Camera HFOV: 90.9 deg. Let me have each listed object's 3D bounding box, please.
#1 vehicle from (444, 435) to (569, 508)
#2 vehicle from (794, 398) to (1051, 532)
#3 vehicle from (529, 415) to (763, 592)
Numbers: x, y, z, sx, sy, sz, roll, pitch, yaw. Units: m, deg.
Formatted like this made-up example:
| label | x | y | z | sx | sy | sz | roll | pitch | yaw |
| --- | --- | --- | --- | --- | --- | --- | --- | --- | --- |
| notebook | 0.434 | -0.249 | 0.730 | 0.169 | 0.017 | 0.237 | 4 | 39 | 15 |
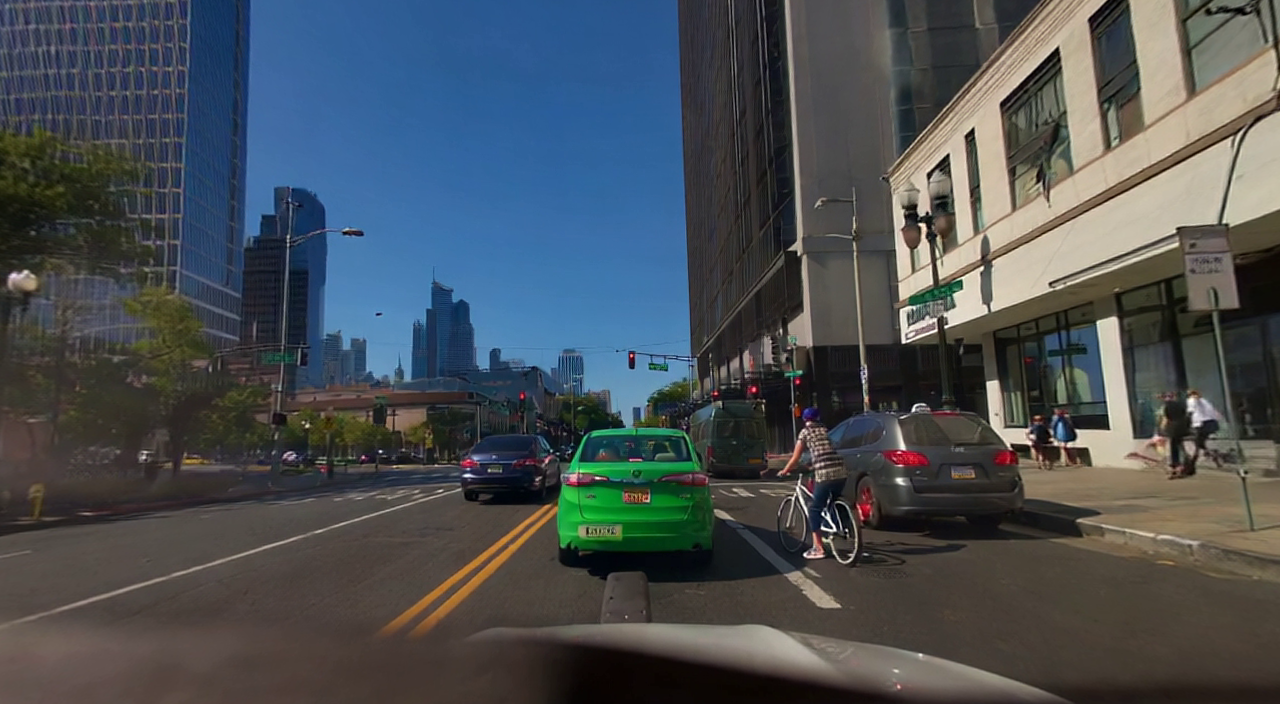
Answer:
| label | x | y | z | sx | sy | sz | roll | pitch | yaw |
| --- | --- | --- | --- | --- | --- | --- | --- | --- | --- |
| vehicle | -2.975 | 2.787 | 15.172 | 2.039 | 1.452 | 4.489 | 0 | -9 | 0 |
| vehicle | 4.500 | 1.915 | 11.141 | 2.142 | 1.829 | 4.767 | 0 | -9 | -2 |
| vehicle | 0.035 | 1.658 | 7.718 | 2.091 | 1.557 | 4.000 | 0 | -9 | 0 |
